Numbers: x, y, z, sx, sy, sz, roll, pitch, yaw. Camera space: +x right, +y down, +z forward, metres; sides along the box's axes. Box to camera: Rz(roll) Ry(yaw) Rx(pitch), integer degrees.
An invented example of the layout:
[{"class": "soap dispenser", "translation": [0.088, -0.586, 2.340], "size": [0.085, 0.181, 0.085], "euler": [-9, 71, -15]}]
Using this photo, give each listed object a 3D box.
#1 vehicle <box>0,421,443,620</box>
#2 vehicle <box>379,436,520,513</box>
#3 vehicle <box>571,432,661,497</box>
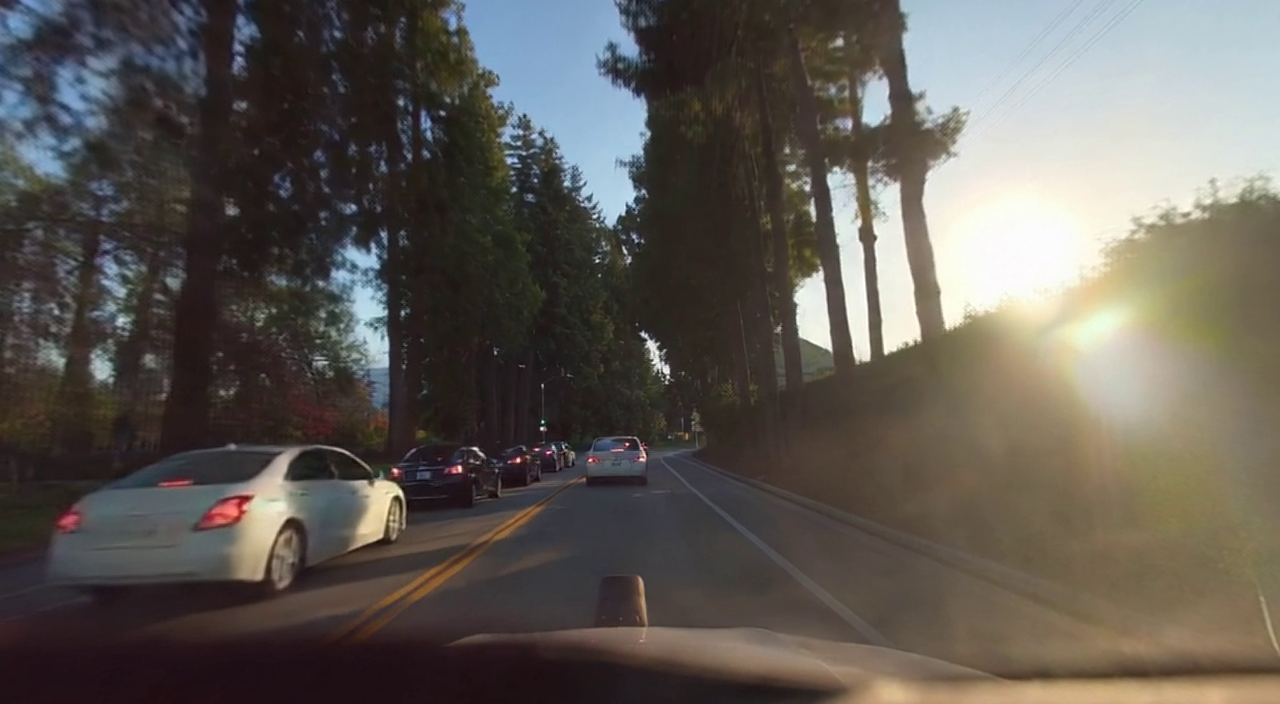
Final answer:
[{"class": "vehicle", "translation": [-3.982, 1.603, 7.117], "size": [1.968, 1.459, 4.734], "euler": [0, -8, 1]}, {"class": "vehicle", "translation": [-3.959, 2.601, 13.932], "size": [1.784, 1.408, 4.141], "euler": [0, -8, 1]}, {"class": "vehicle", "translation": [-0.593, 2.960, 16.987], "size": [2.127, 1.517, 4.090], "euler": [0, -8, -1]}]
